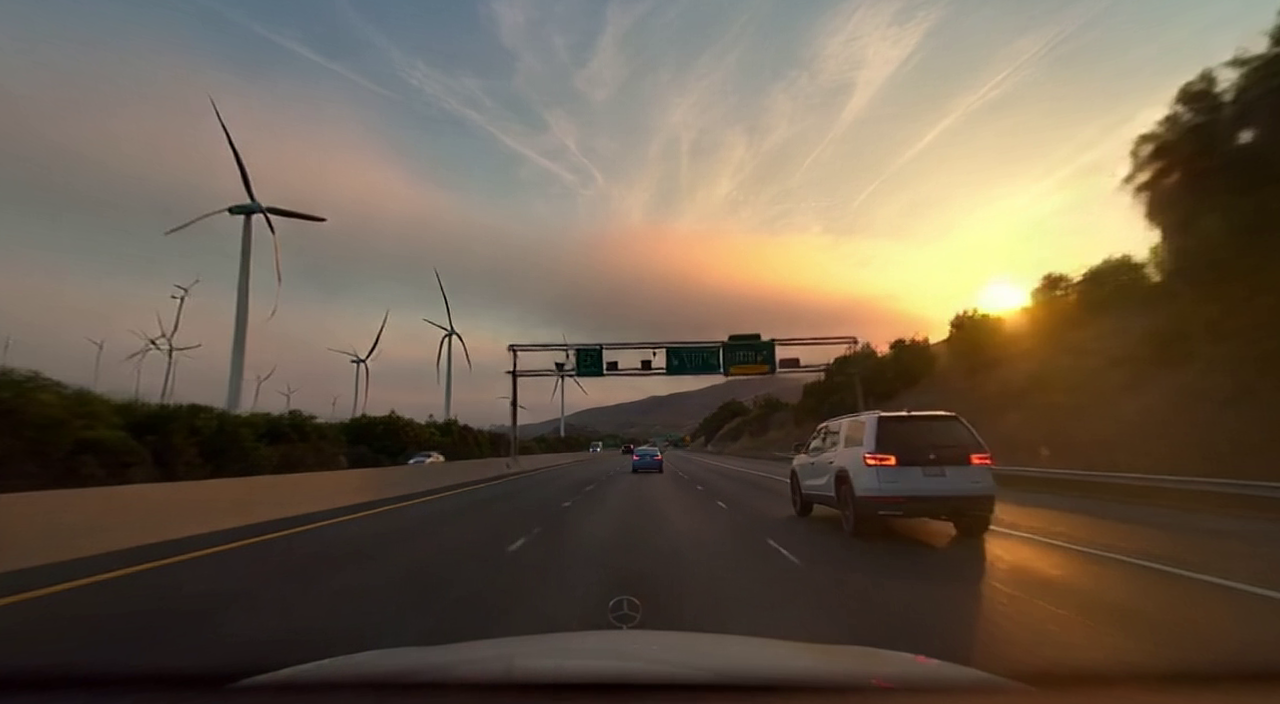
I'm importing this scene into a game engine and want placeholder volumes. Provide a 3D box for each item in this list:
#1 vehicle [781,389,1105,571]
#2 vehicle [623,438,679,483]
[{"bbox_3d":[3.689,1.695,9.051,2.104,1.861,4.956,0,-9,-1],"label":"vehicle"},{"bbox_3d":[0.387,4.363,25.471,2.083,1.653,3.787,0,-9,0],"label":"vehicle"}]
